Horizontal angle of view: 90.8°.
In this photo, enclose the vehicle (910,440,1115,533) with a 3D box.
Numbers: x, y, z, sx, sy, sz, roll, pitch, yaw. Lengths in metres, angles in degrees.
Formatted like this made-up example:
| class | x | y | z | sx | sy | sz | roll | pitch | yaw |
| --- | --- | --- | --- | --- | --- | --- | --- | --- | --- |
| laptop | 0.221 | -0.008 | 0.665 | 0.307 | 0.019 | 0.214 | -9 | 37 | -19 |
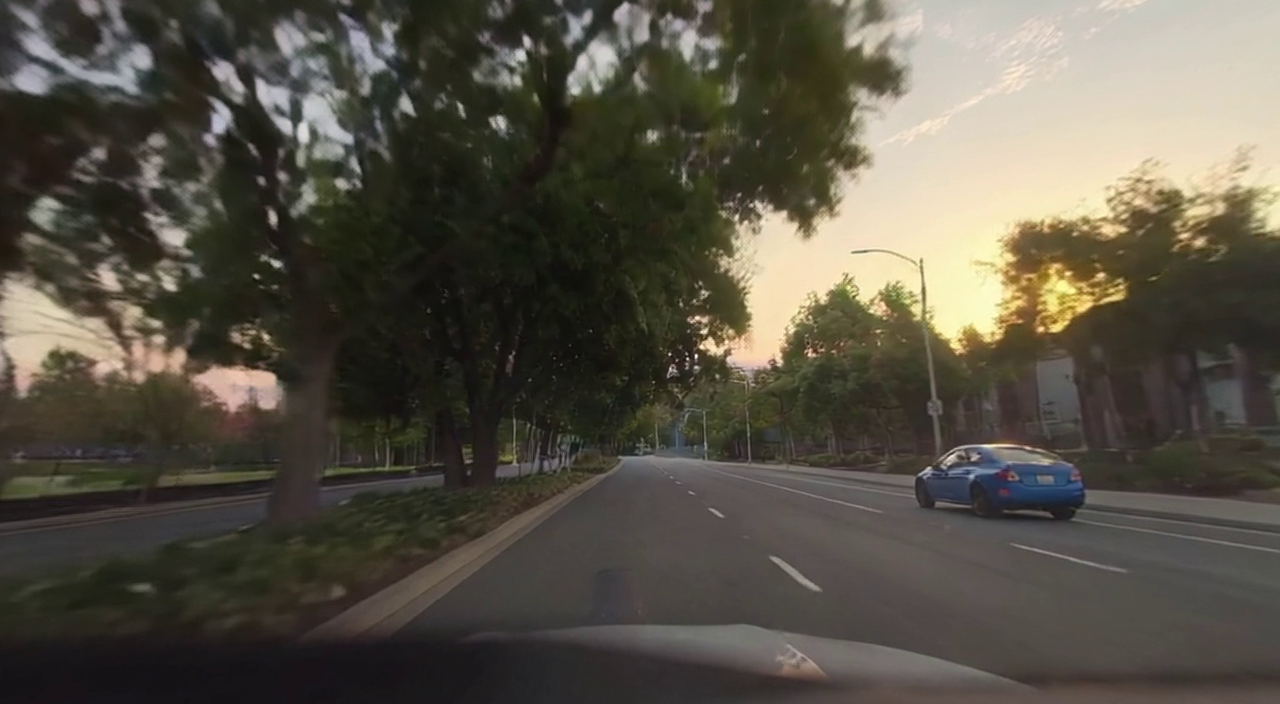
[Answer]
| class | x | y | z | sx | sy | sz | roll | pitch | yaw |
| --- | --- | --- | --- | --- | --- | --- | --- | --- | --- |
| vehicle | 6.950 | 2.512 | 12.282 | 1.797 | 1.518 | 3.433 | 0 | -9 | -1 |
